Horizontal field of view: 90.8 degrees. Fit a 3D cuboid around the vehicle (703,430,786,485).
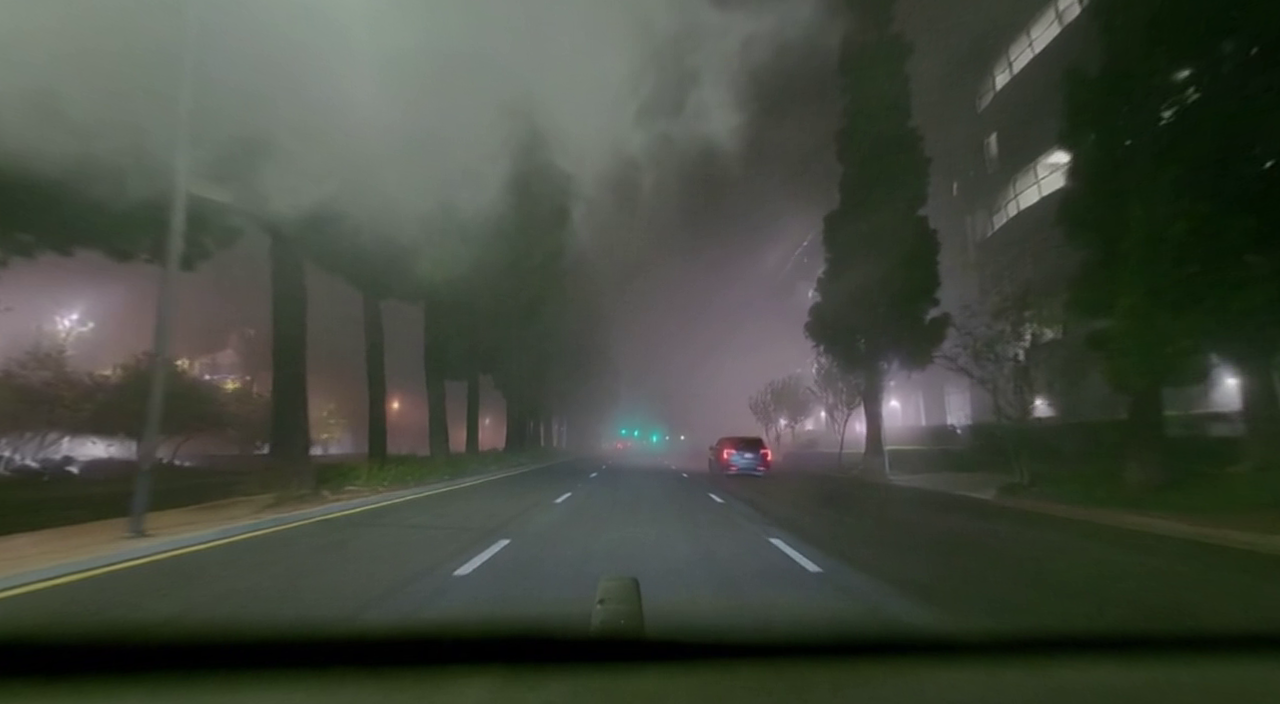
[{"bbox_3d":[3.554,3.669,22.330,2.083,1.743,4.354,0,-8,-1],"label":"vehicle"}]
